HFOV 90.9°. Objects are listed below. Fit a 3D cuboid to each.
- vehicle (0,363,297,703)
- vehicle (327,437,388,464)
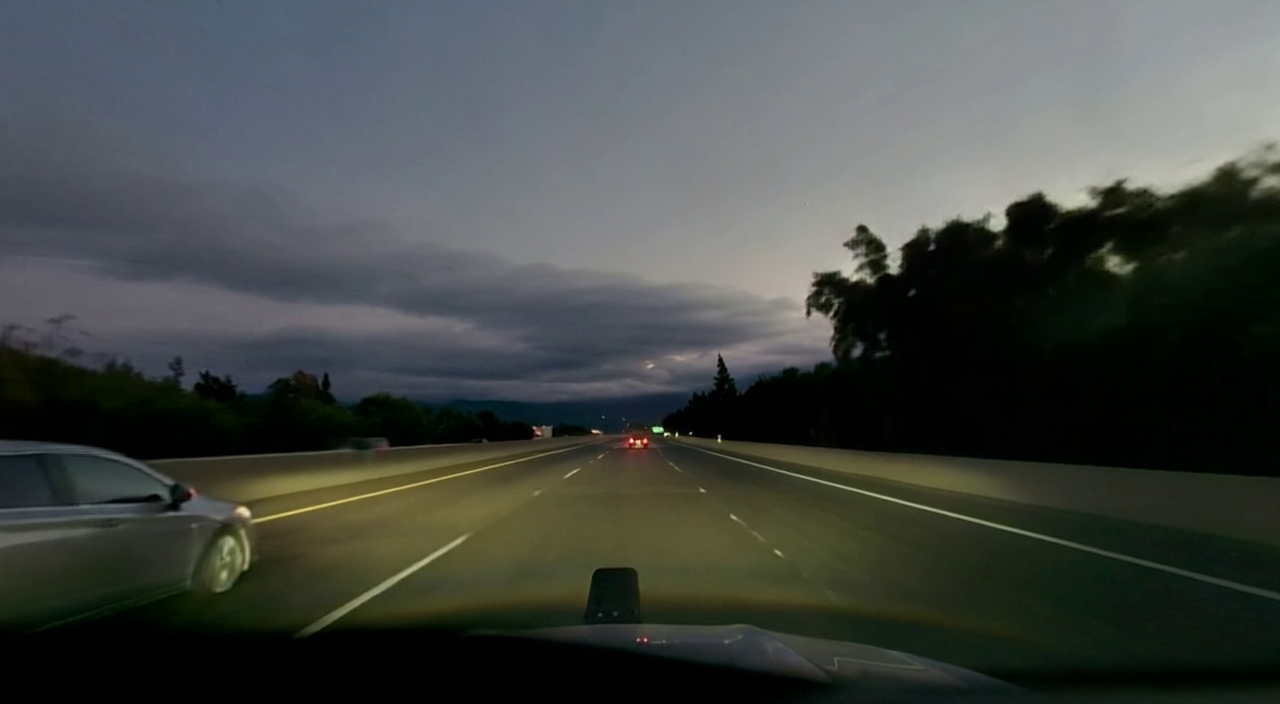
[{"bbox_3d":[-4.054,0.930,3.319,2.064,1.647,4.381,0,-8,-1],"label":"vehicle"},{"bbox_3d":[-17.614,6.133,39.501,1.844,1.541,4.218,0,-8,-1],"label":"vehicle"}]
